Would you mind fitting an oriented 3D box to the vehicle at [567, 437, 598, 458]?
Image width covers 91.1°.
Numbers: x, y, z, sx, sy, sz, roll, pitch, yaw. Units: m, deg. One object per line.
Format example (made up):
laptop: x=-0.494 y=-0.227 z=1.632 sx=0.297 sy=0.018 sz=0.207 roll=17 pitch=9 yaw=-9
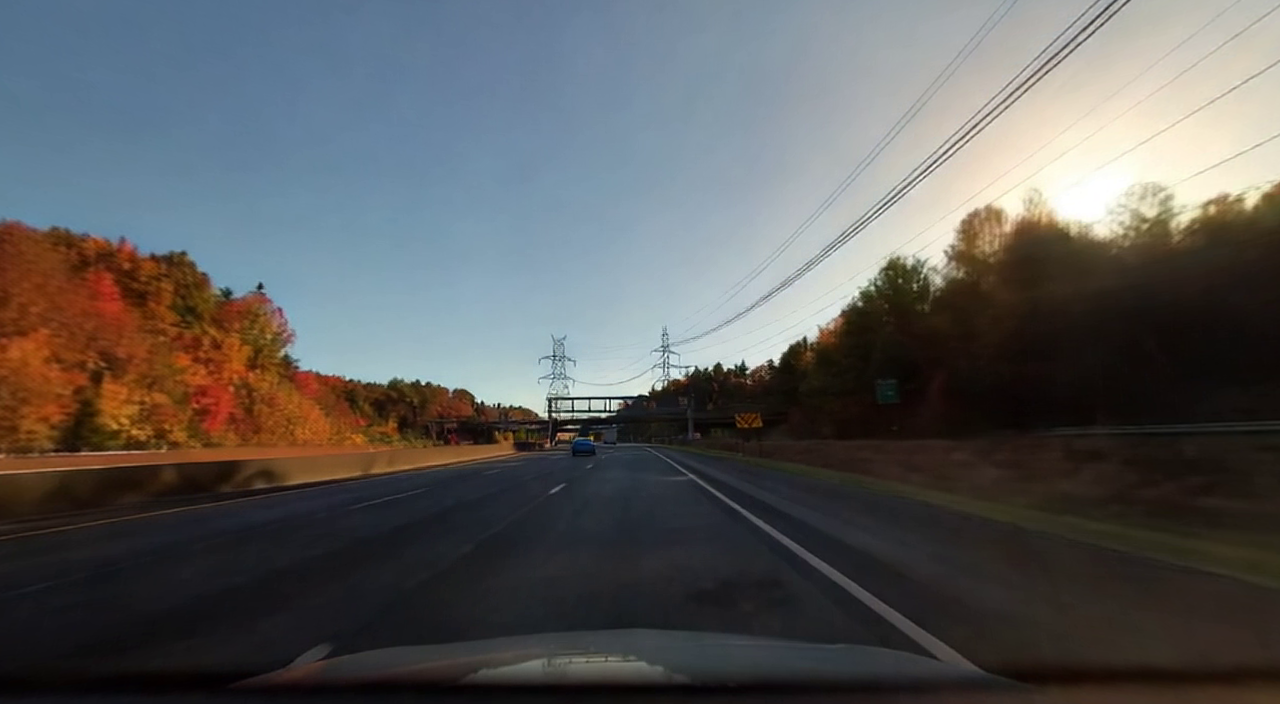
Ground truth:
vehicle: x=-4.231 y=7.043 z=46.791 sx=2.025 sy=1.475 sz=4.379 roll=0 pitch=-8 yaw=-2
